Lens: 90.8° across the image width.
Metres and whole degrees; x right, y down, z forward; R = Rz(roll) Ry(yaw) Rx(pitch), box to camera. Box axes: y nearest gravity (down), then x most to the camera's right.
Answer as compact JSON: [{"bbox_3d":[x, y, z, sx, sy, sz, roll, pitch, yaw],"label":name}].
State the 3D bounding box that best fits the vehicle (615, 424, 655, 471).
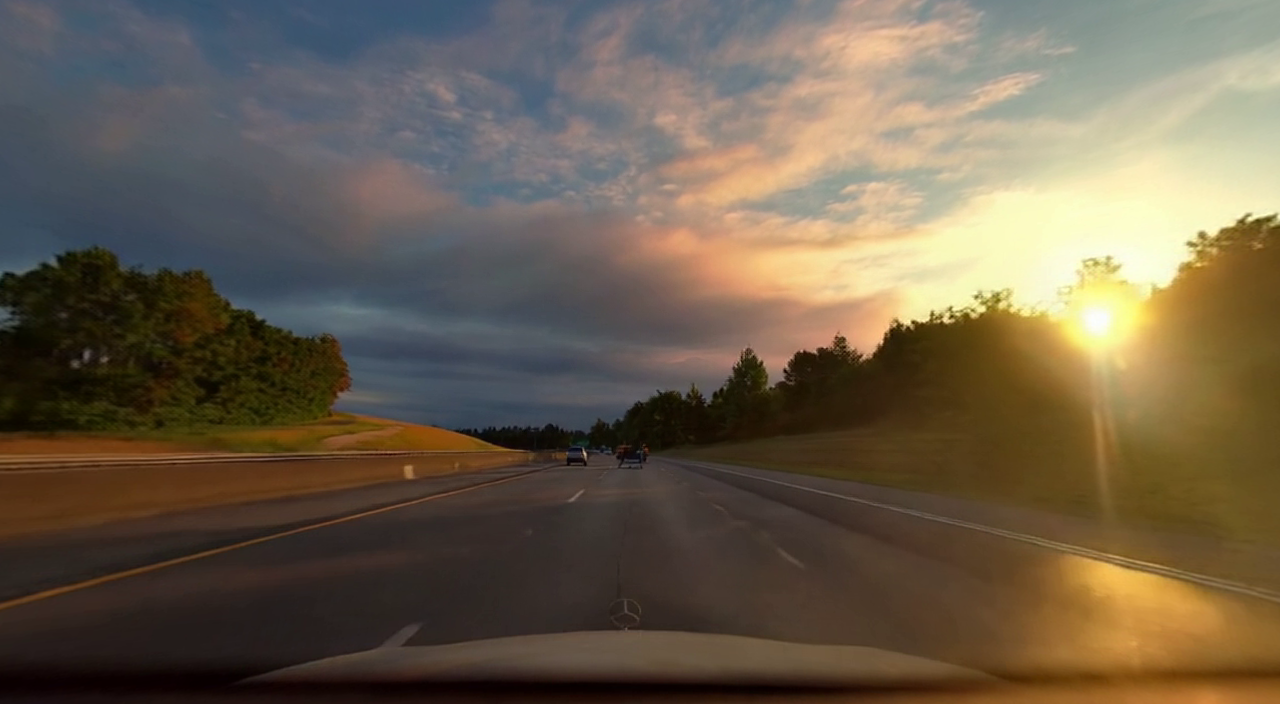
[{"bbox_3d":[-0.441,6.855,45.323,2.672,3.056,6.900,0,-9,-2],"label":"vehicle"}]
